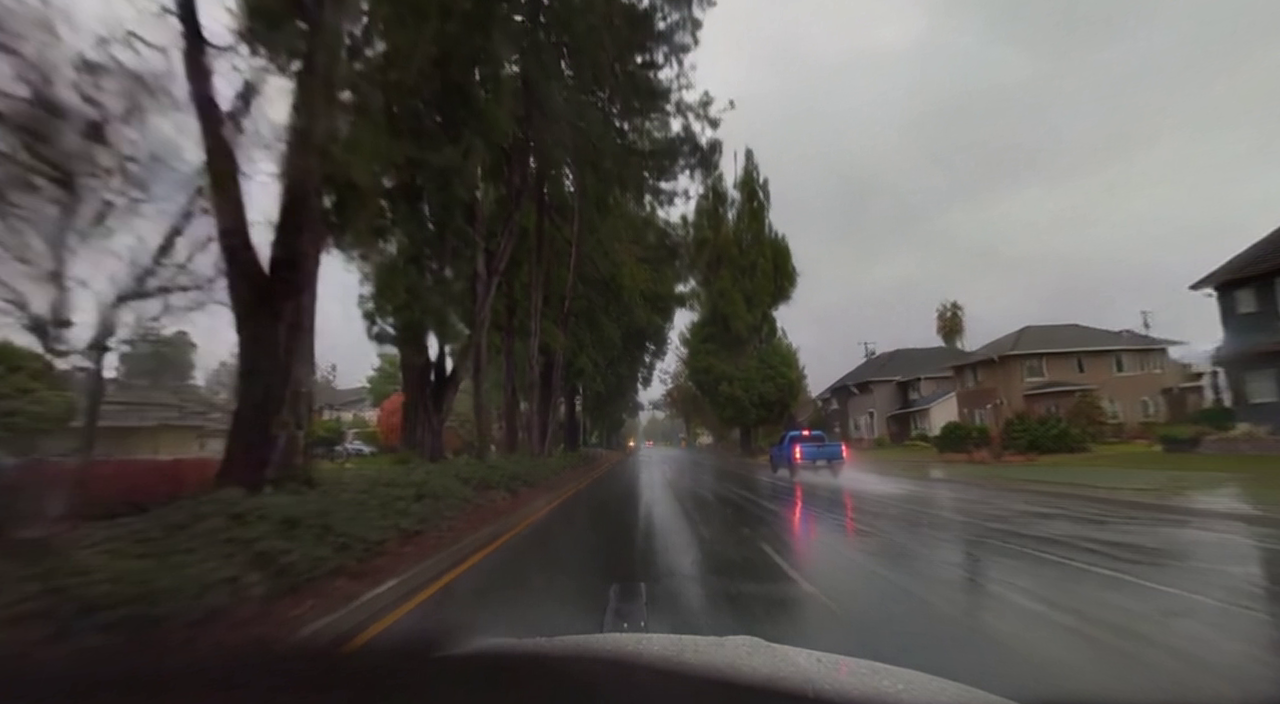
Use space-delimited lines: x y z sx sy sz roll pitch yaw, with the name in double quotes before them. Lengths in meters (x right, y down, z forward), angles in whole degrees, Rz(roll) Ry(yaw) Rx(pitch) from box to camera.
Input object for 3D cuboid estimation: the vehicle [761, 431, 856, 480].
"vehicle" 6.636 4.152 25.655 2.262 1.769 5.666 0 -8 -1
